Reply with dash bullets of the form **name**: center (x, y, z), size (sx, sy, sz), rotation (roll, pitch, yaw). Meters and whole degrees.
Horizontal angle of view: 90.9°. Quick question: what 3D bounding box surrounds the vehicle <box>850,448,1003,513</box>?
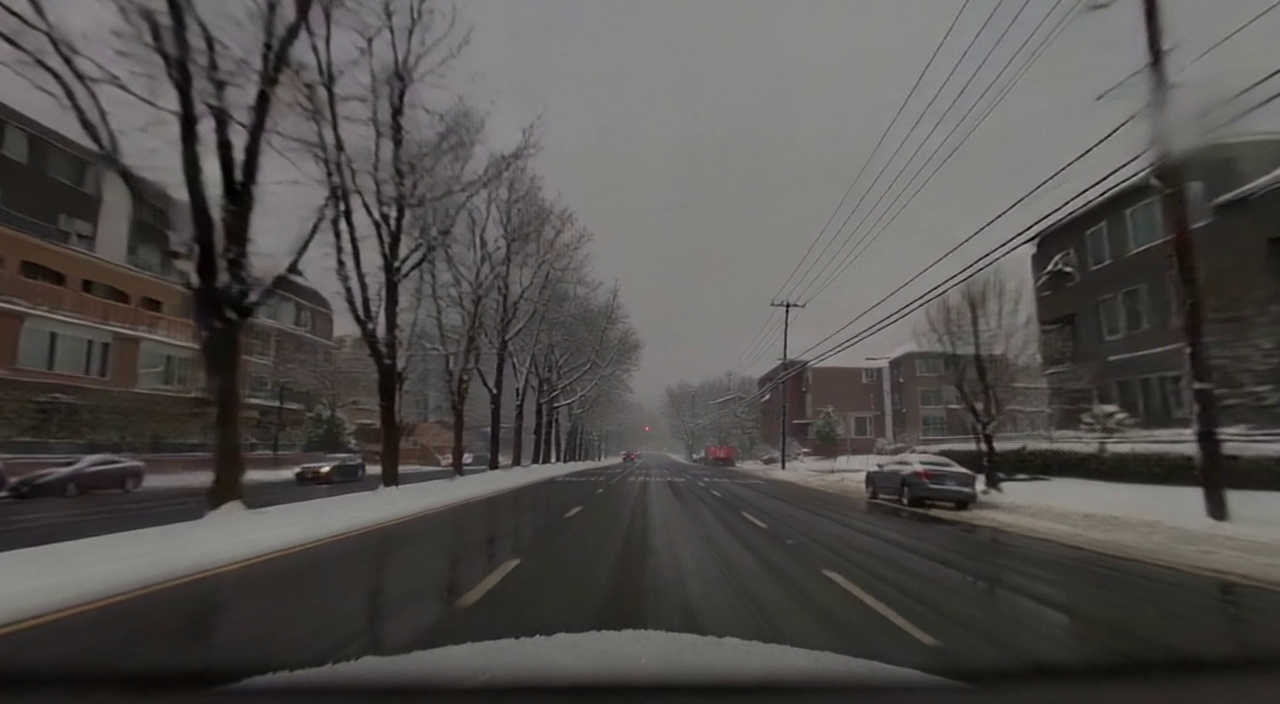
- **vehicle**: center (7.438, 3.342, 16.987), size (1.986, 1.467, 4.412), rotation (0, -8, -1)

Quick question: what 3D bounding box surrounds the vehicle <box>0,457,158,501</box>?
- **vehicle**: center (-22.057, 4.973, 25.096), size (1.906, 1.487, 4.773), rotation (0, -8, 1)

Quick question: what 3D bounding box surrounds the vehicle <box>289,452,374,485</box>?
- **vehicle**: center (-15.309, 5.786, 31.596), size (1.873, 1.469, 4.442), rotation (0, -8, 2)
